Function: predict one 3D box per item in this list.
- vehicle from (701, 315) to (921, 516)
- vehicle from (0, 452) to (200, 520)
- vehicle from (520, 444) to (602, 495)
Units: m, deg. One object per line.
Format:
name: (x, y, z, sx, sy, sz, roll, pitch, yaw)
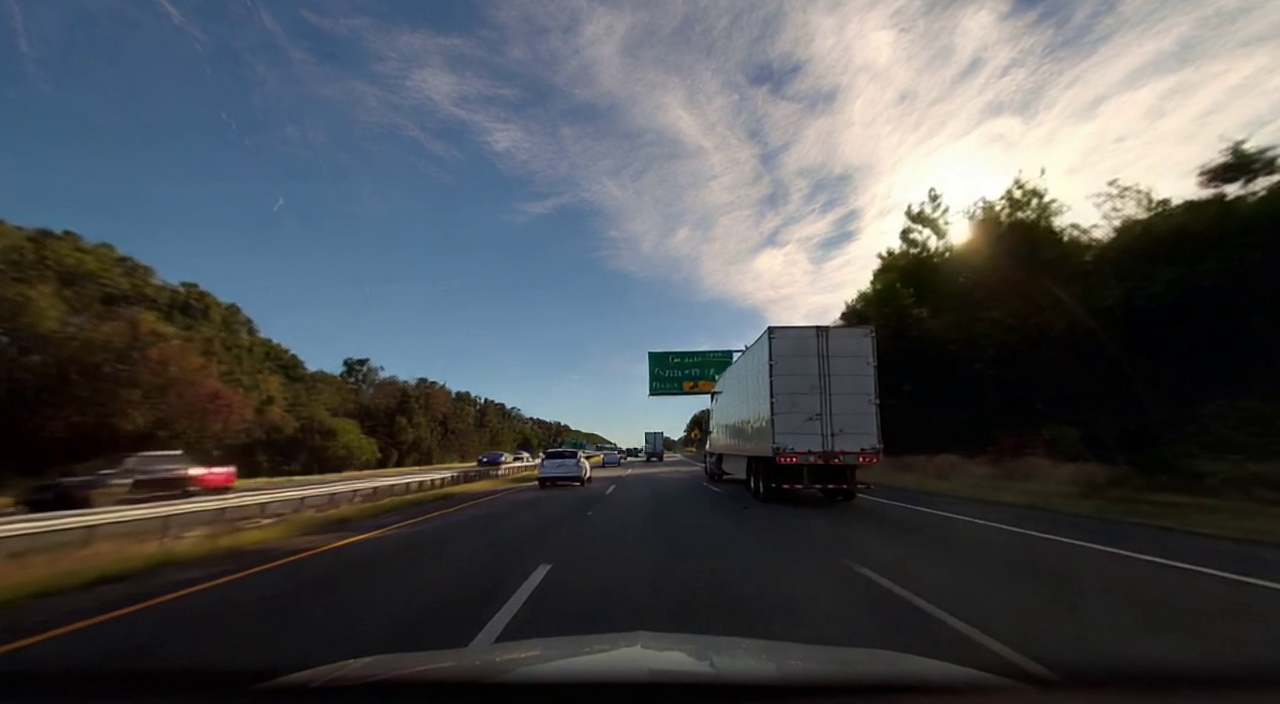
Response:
vehicle: (4.144, 2.376, 20.021, 2.974, 4.083, 14.389, 0, -9, 0)
vehicle: (-14.845, 3.560, 17.361, 2.009, 1.600, 4.723, 0, -9, 1)
vehicle: (-2.530, 3.958, 21.632, 2.104, 1.526, 4.940, 0, -9, 1)
